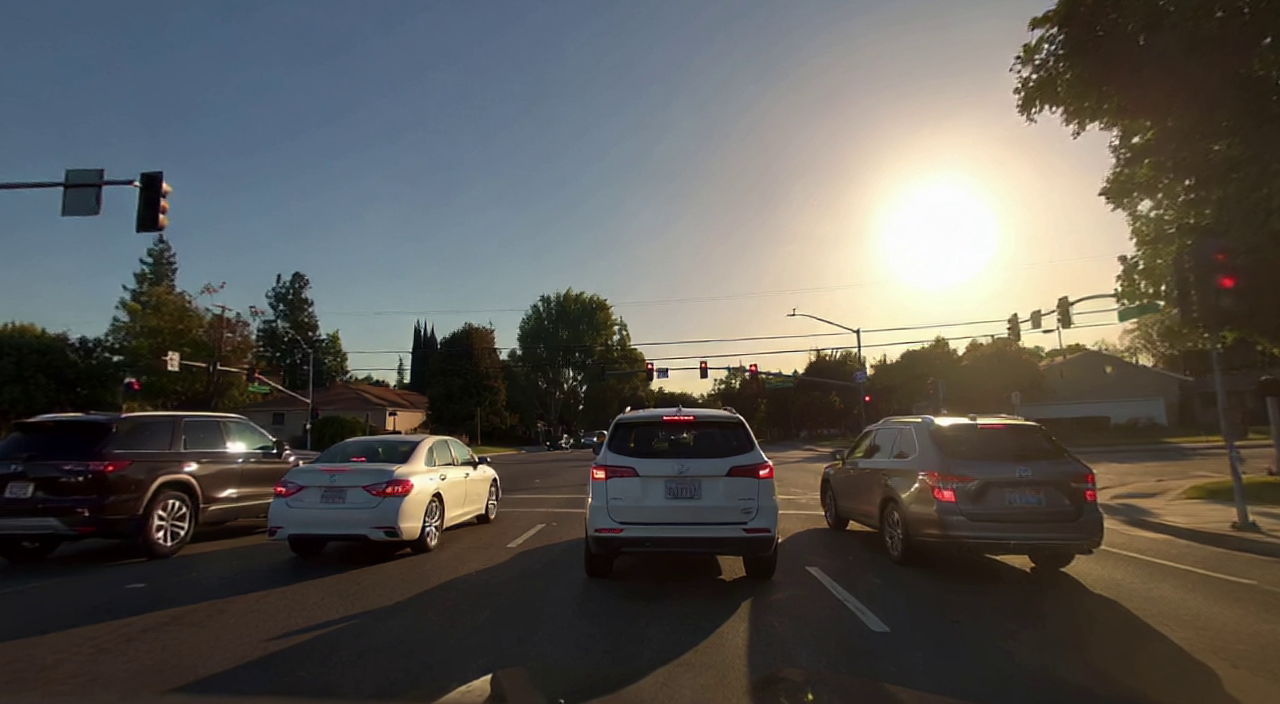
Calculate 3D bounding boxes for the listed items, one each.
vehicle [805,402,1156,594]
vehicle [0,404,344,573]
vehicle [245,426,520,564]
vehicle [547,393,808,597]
[{"bbox_3d":[3.527,1.586,7.738,2.047,1.638,4.395,-1,-8,4],"label":"vehicle"},{"bbox_3d":[-6.629,1.823,9.242,2.075,1.796,4.785,0,-8,2],"label":"vehicle"},{"bbox_3d":[-3.242,1.882,9.102,1.885,1.475,4.359,-1,-8,4],"label":"vehicle"},{"bbox_3d":[0.391,1.517,7.493,2.198,1.708,4.170,0,-8,2],"label":"vehicle"}]
